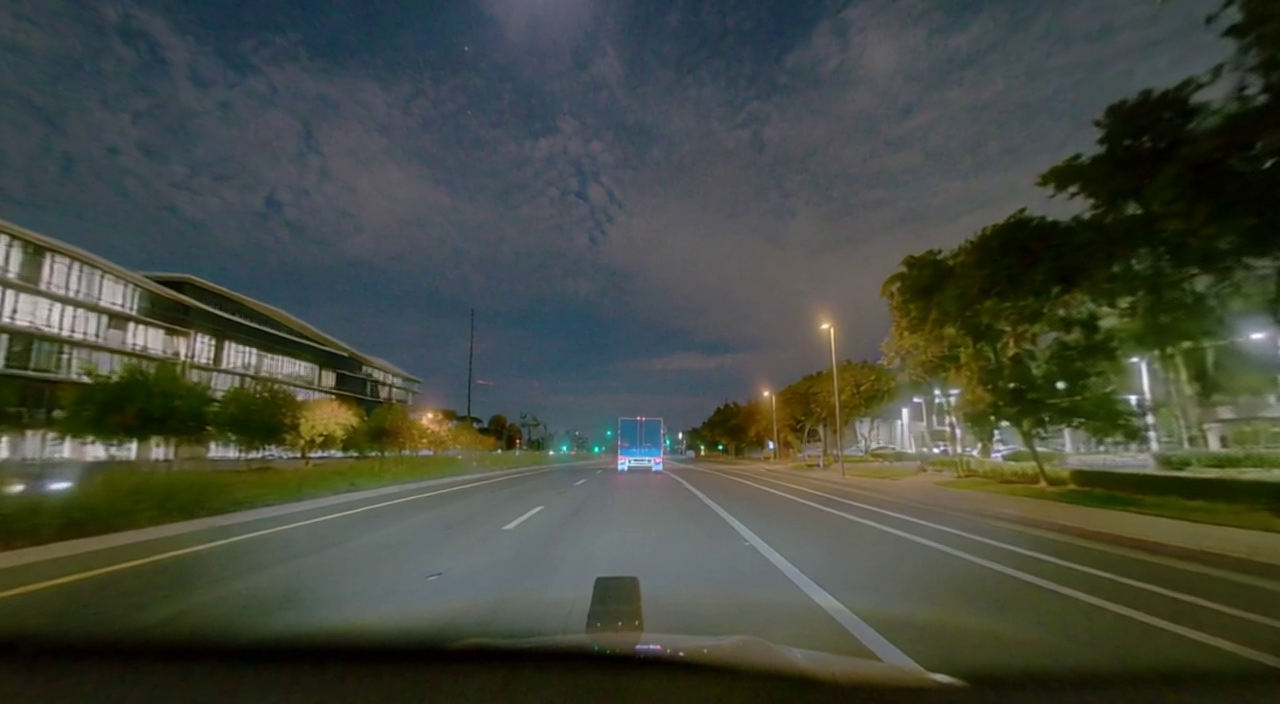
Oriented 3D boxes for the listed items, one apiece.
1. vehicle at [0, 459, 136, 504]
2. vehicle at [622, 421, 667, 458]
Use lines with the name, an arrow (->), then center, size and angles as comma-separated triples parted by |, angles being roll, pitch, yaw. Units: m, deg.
vehicle -> -22.977, 5.176, 25.598 | 1.797, 1.585, 3.957 | 0, -9, 0
vehicle -> 0.159, 4.637, 33.329 | 2.178, 1.829, 4.932 | 0, -9, -1
